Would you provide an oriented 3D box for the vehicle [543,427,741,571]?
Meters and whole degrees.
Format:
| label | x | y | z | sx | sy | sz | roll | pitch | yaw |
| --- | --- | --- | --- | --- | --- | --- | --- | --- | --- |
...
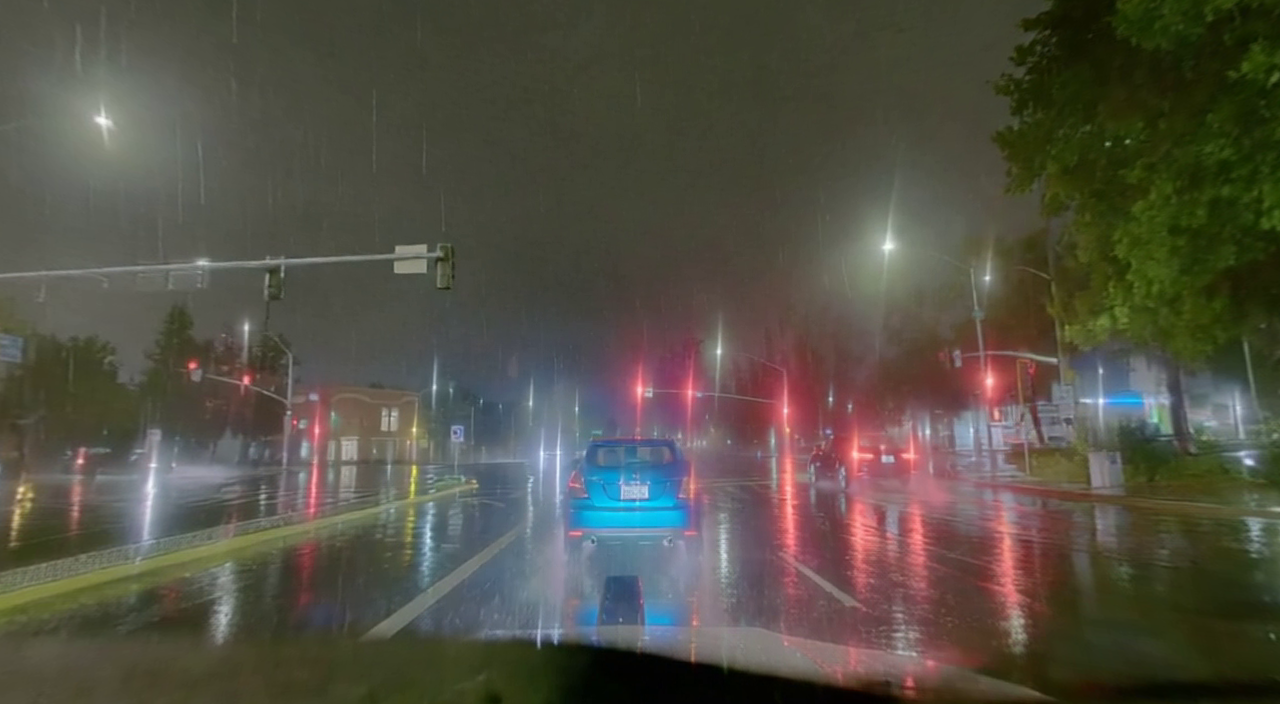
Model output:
| label | x | y | z | sx | sy | sz | roll | pitch | yaw |
| --- | --- | --- | --- | --- | --- | --- | --- | --- | --- |
| vehicle | -0.033 | 1.860 | 8.796 | 2.070 | 1.488 | 4.206 | 0 | -8 | -2 |

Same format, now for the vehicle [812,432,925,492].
| label | x | y | z | sx | sy | sz | roll | pitch | yaw |
| --- | --- | --- | --- | --- | --- | --- | --- | --- | --- |
| vehicle | 7.049 | 3.436 | 20.067 | 2.039 | 1.692 | 4.319 | 0 | -8 | 1 |

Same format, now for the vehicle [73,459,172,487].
| label | x | y | z | sx | sy | sz | roll | pitch | yaw |
| --- | --- | --- | --- | --- | --- | --- | --- | --- | --- |
| vehicle | -32.397 | 7.550 | 39.625 | 4.401 | 1.625 | 1.863 | 0 | -8 | -4 |
